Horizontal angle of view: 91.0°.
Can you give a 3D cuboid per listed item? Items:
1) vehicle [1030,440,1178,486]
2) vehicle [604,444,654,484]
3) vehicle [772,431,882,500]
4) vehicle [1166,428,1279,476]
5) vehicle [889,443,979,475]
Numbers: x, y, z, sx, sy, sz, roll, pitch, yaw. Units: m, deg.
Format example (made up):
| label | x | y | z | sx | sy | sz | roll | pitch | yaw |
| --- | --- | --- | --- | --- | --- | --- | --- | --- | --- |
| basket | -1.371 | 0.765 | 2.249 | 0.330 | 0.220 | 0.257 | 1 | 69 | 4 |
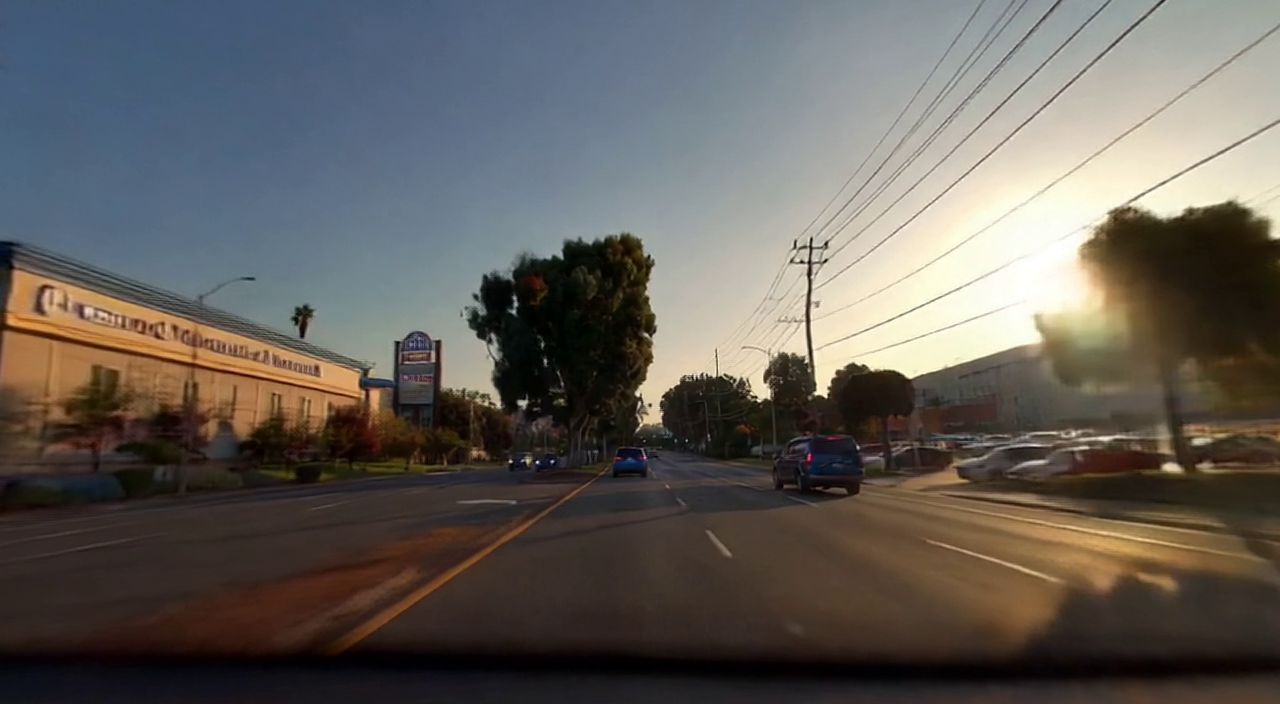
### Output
| label | x | y | z | sx | sy | sz | roll | pitch | yaw |
| --- | --- | --- | --- | --- | --- | --- | --- | --- | --- |
| vehicle | 17.576 | 4.210 | 23.988 | 4.008 | 1.432 | 1.913 | -4 | -9 | 0 |
| vehicle | -0.484 | 5.064 | 28.854 | 2.138 | 1.672 | 4.168 | 0 | -9 | 0 |
| vehicle | 5.756 | 3.556 | 20.087 | 2.107 | 1.928 | 4.471 | 0 | -9 | 0 |
| vehicle | 27.683 | 4.525 | 28.684 | 2.343 | 1.886 | 5.732 | -4 | -9 | 0 |
| vehicle | 17.381 | 6.320 | 37.344 | 4.323 | 1.466 | 1.878 | -5 | -9 | 1 |
